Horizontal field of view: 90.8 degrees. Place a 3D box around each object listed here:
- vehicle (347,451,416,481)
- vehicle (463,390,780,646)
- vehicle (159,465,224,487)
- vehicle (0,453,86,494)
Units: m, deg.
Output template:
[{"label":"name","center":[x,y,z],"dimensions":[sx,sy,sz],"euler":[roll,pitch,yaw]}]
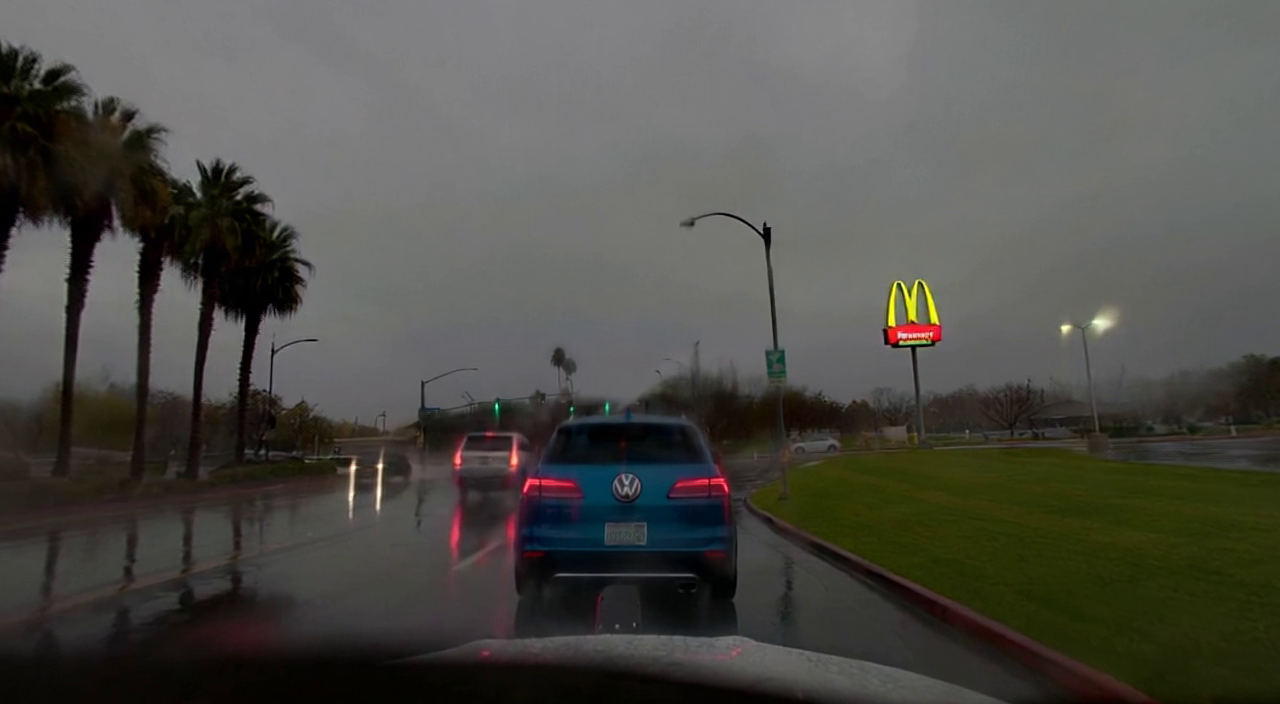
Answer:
[{"label":"vehicle","center":[-15.025,6.636,36.991],"dimensions":[2.069,1.617,4.613],"euler":[0,-9,0]},{"label":"vehicle","center":[-0.142,1.417,6.325],"dimensions":[2.137,1.728,3.926],"euler":[0,-9,-1]},{"label":"vehicle","center":[-33.313,9.216,47.033],"dimensions":[1.792,1.439,3.952],"euler":[-1,-9,3]},{"label":"vehicle","center":[-28.119,5.416,28.206],"dimensions":[4.584,1.714,2.186],"euler":[4,-10,-27]}]
